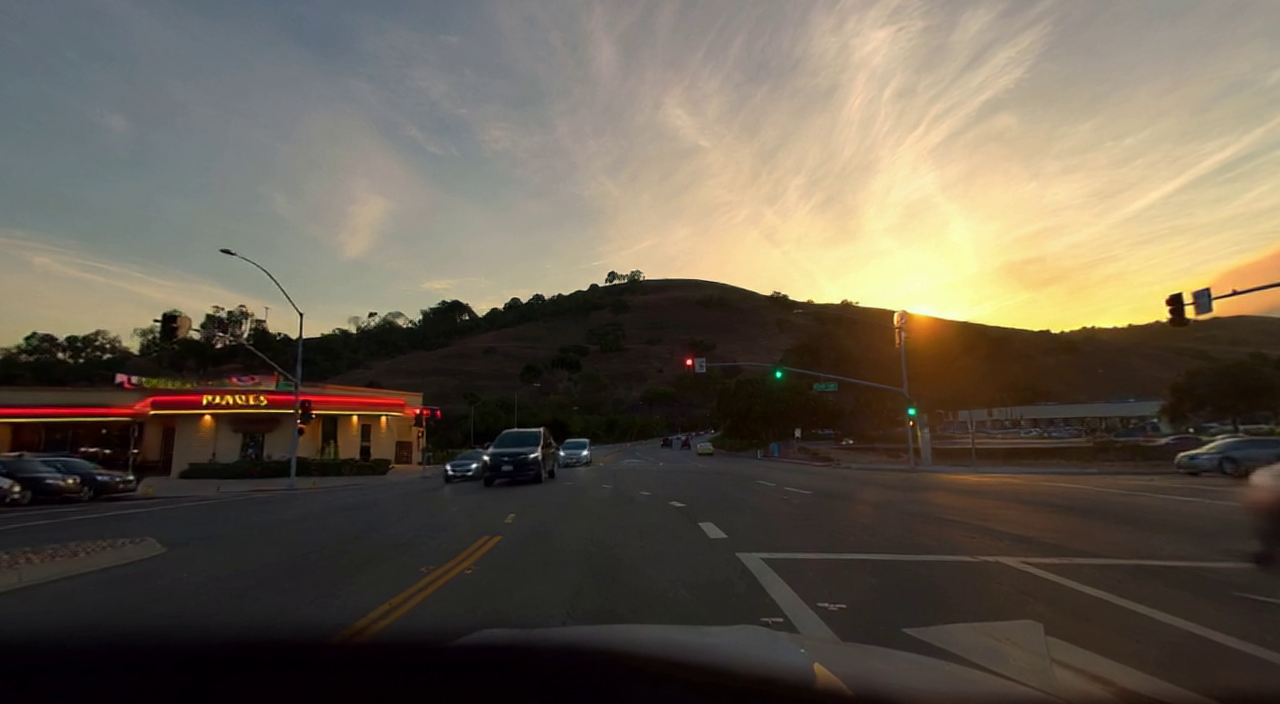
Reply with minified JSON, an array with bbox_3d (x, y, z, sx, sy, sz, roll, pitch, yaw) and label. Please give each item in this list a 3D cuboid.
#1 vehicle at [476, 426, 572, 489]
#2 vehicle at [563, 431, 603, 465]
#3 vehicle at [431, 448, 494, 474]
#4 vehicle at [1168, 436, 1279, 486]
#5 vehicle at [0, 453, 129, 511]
[{"bbox_3d":[-4.392,4.130,24.957,2.662,2.197,5.454,0,-9,1],"label":"vehicle"},{"bbox_3d":[-4.190,7.219,47.410,2.318,2.325,5.910,0,-9,1],"label":"vehicle"},{"bbox_3d":[-12.477,7.660,44.603,2.069,1.706,4.336,-3,-9,20],"label":"vehicle"},{"bbox_3d":[25.051,4.468,26.063,4.546,1.944,2.051,1,-9,-5],"label":"vehicle"},{"bbox_3d":[-19.802,4.180,20.528,4.440,1.748,2.033,0,-9,1],"label":"vehicle"}]
